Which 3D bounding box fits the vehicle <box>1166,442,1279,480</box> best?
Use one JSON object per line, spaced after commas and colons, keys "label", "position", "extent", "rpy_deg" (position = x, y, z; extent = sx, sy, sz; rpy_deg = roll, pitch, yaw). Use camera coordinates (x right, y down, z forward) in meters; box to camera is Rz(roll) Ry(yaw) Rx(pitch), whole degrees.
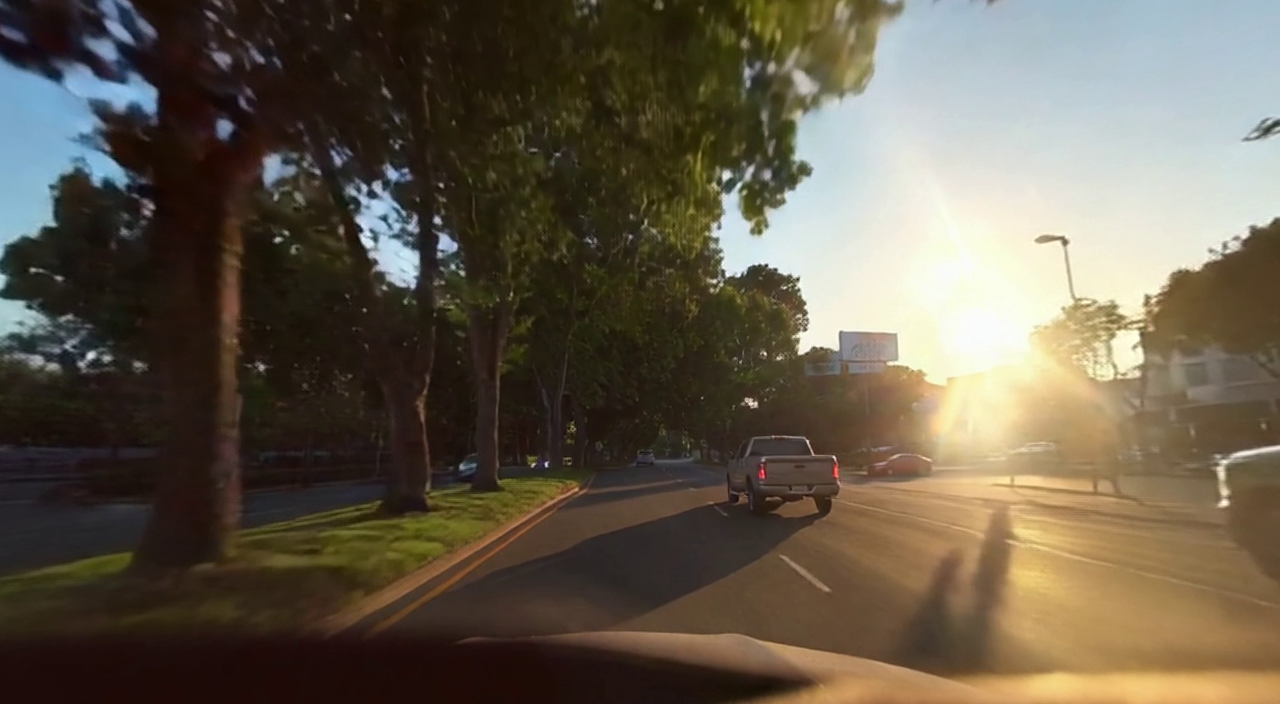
{"label": "vehicle", "position": [26.809, 4.901, 28.589], "extent": [1.812, 1.475, 4.541], "rpy_deg": [-3, -9, -3]}

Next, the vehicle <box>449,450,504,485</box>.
{"label": "vehicle", "position": [-8.629, 6.097, 33.593], "extent": [1.834, 1.695, 4.129], "rpy_deg": [0, -9, 0]}

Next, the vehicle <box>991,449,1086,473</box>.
{"label": "vehicle", "position": [25.011, 6.865, 39.737], "extent": [4.648, 1.444, 1.912], "rpy_deg": [0, -9, -1]}

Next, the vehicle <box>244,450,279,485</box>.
{"label": "vehicle", "position": [-29.899, 9.113, 49.924], "extent": [1.541, 2.550, 1.957], "rpy_deg": [-4, -9, 0]}

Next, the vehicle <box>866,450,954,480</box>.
{"label": "vehicle", "position": [16.810, 7.040, 39.484], "extent": [4.554, 1.566, 1.925], "rpy_deg": [-3, -9, 0]}

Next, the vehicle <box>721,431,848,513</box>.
{"label": "vehicle", "position": [3.622, 3.122, 16.995], "extent": [2.138, 1.836, 5.245], "rpy_deg": [0, -9, 0]}
